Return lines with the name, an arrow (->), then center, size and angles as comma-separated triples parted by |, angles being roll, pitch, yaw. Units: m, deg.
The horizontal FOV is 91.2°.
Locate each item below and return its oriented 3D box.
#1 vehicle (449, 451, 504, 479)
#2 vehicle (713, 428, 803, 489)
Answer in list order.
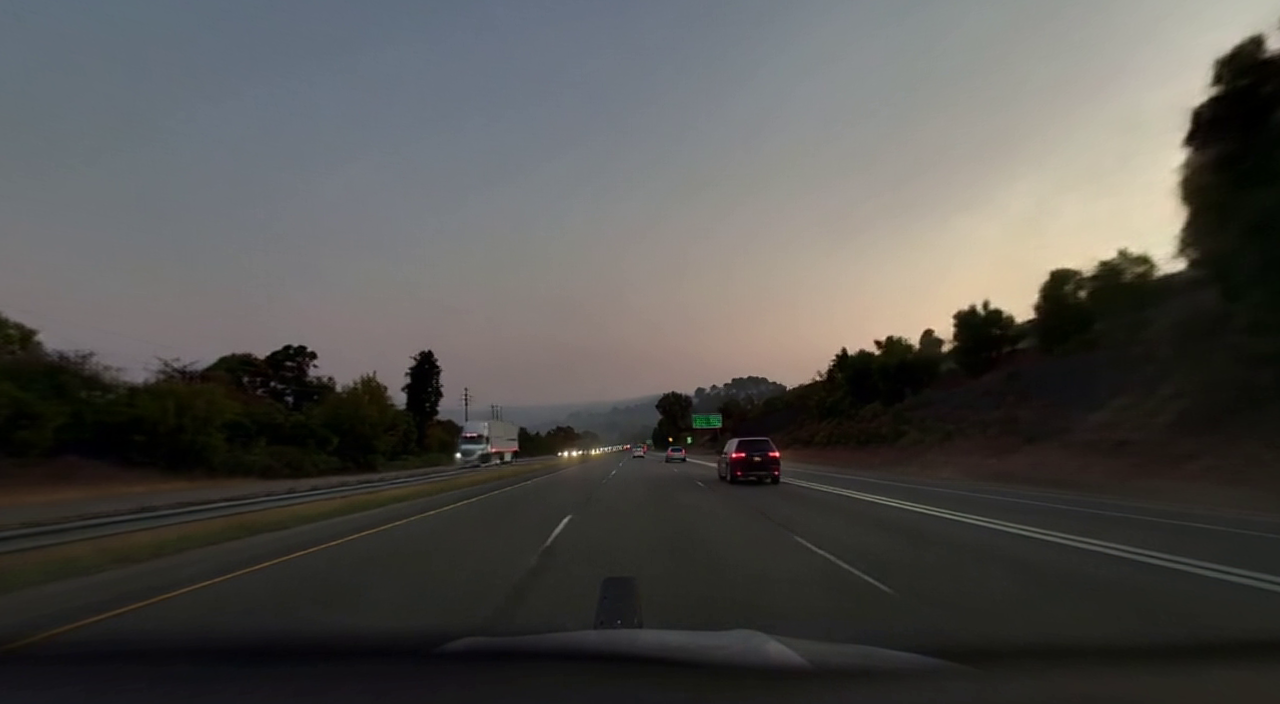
vehicle -> -9.319, 6.440, 36.061 | 1.967, 1.492, 4.280 | 0, -9, 0
vehicle -> 4.038, 3.790, 22.488 | 2.177, 1.914, 5.245 | 0, -9, 0
